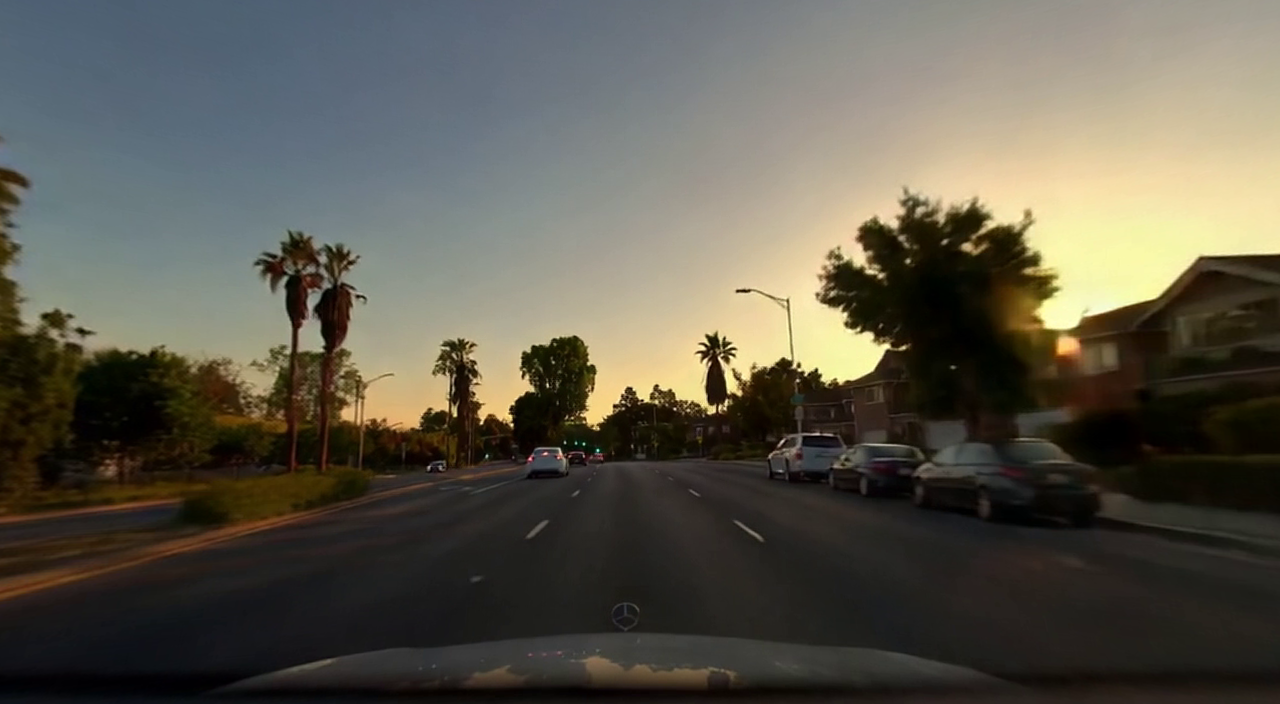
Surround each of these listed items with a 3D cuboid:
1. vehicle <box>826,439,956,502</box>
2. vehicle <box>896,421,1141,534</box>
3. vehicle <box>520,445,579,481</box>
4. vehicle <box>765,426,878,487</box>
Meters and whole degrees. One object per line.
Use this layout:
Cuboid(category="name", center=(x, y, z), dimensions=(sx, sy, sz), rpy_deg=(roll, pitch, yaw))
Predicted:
Cuboid(category="vehicle", center=(6.803, 3.234, 17.683), dimensions=(1.814, 1.521, 4.215), rpy_deg=(0, -8, -2))
Cuboid(category="vehicle", center=(6.672, 2.241, 11.865), dimensions=(1.962, 1.725, 4.257), rpy_deg=(0, -8, 1))
Cuboid(category="vehicle", center=(-3.937, 4.904, 28.254), dimensions=(2.108, 1.475, 4.555), rpy_deg=(0, -8, -1))
Cuboid(category="vehicle", center=(6.618, 3.917, 23.958), dimensions=(2.418, 2.004, 6.128), rpy_deg=(0, -8, 0))
